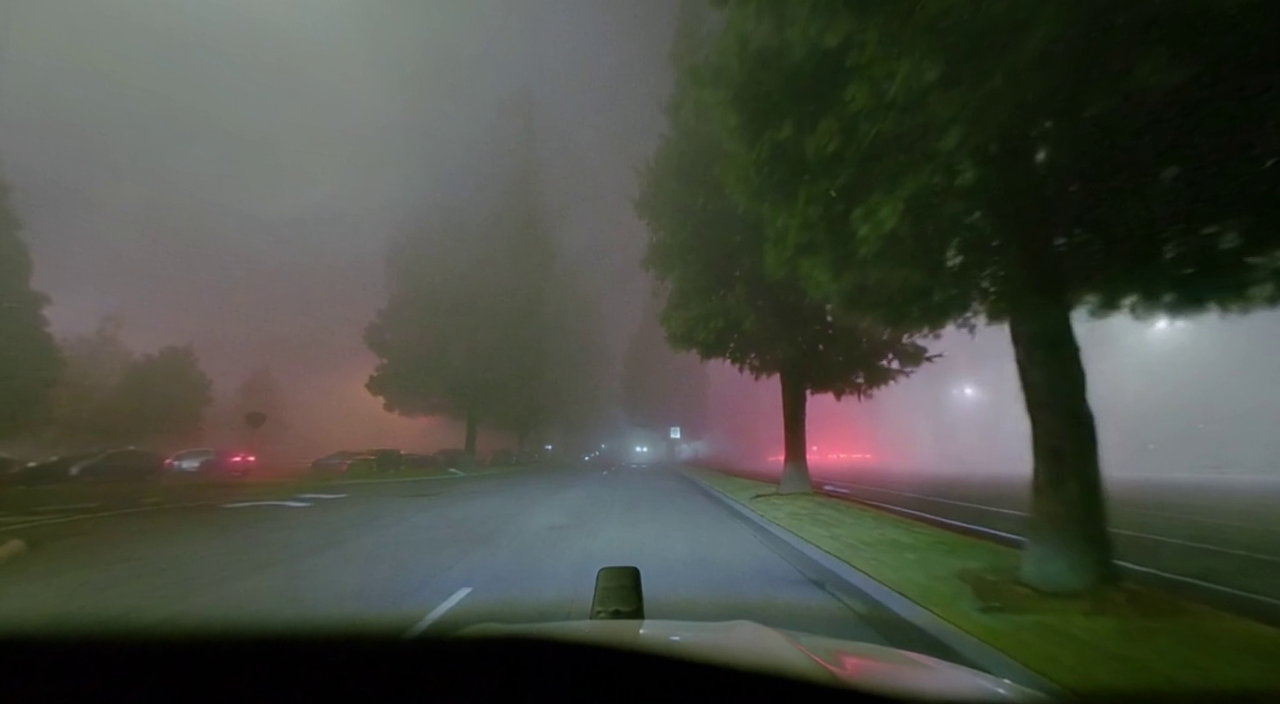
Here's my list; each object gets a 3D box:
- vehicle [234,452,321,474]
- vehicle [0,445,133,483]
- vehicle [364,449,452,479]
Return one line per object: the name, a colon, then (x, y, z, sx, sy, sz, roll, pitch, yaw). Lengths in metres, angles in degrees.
vehicle: (-26.734, 8.185, 46.555, 5.024, 1.494, 2.242, 0, -8, 1)
vehicle: (-26.878, 5.212, 29.403, 4.456, 1.665, 2.161, 0, -9, 0)
vehicle: (-13.803, 6.641, 37.572, 4.422, 1.694, 2.026, 0, -9, 1)
